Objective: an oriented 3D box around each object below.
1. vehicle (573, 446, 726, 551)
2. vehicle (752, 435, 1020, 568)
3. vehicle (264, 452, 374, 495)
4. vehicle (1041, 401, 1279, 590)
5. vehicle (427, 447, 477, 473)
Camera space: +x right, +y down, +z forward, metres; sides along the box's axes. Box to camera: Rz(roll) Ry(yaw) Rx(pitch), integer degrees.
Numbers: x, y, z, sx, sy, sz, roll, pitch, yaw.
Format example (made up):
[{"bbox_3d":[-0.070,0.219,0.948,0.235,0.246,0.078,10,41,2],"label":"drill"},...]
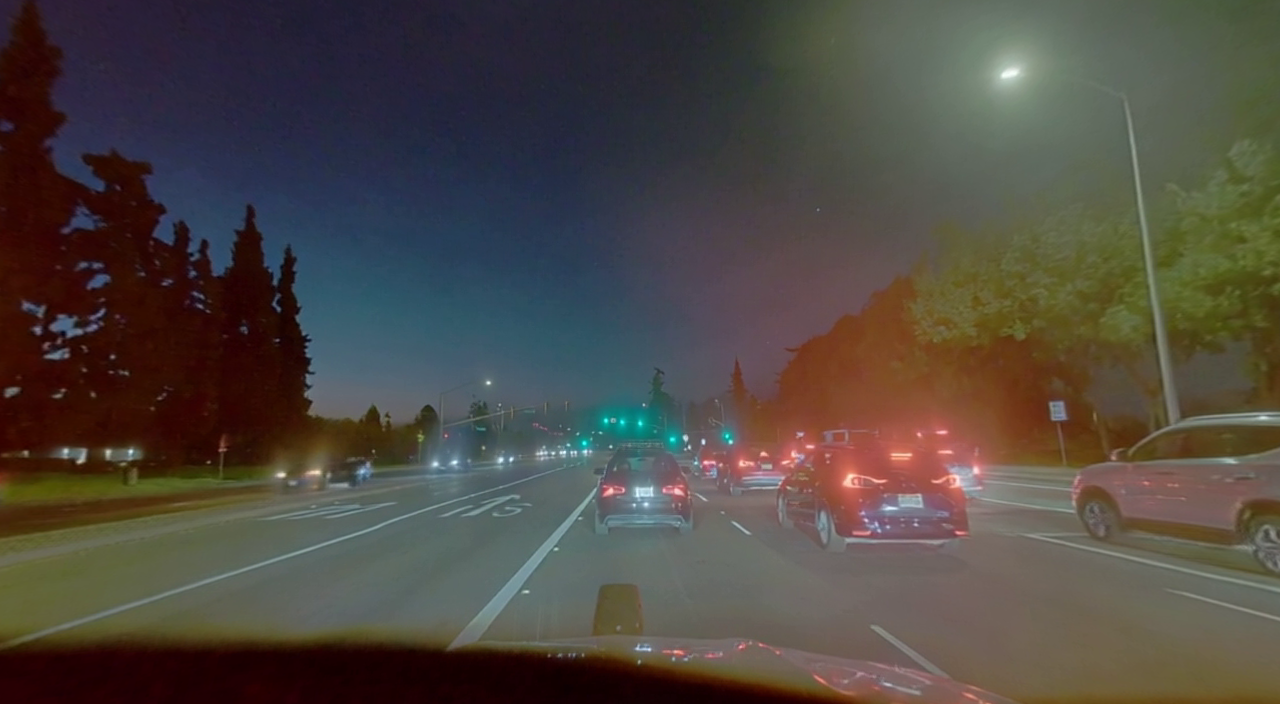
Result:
[{"bbox_3d":[0.090,2.228,10.357,1.990,1.347,4.067,0,-9,-1],"label":"vehicle"},{"bbox_3d":[3.175,2.033,9.531,1.970,1.445,4.974,0,-9,-1],"label":"vehicle"},{"bbox_3d":[-12.308,4.658,24.604,1.943,1.467,4.442,0,-9,0],"label":"vehicle"},{"bbox_3d":[6.924,1.507,7.024,1.987,1.730,4.373,0,-9,-1],"label":"vehicle"},{"bbox_3d":[-12.464,7.147,42.111,1.963,1.649,4.290,0,-9,0],"label":"vehicle"}]
